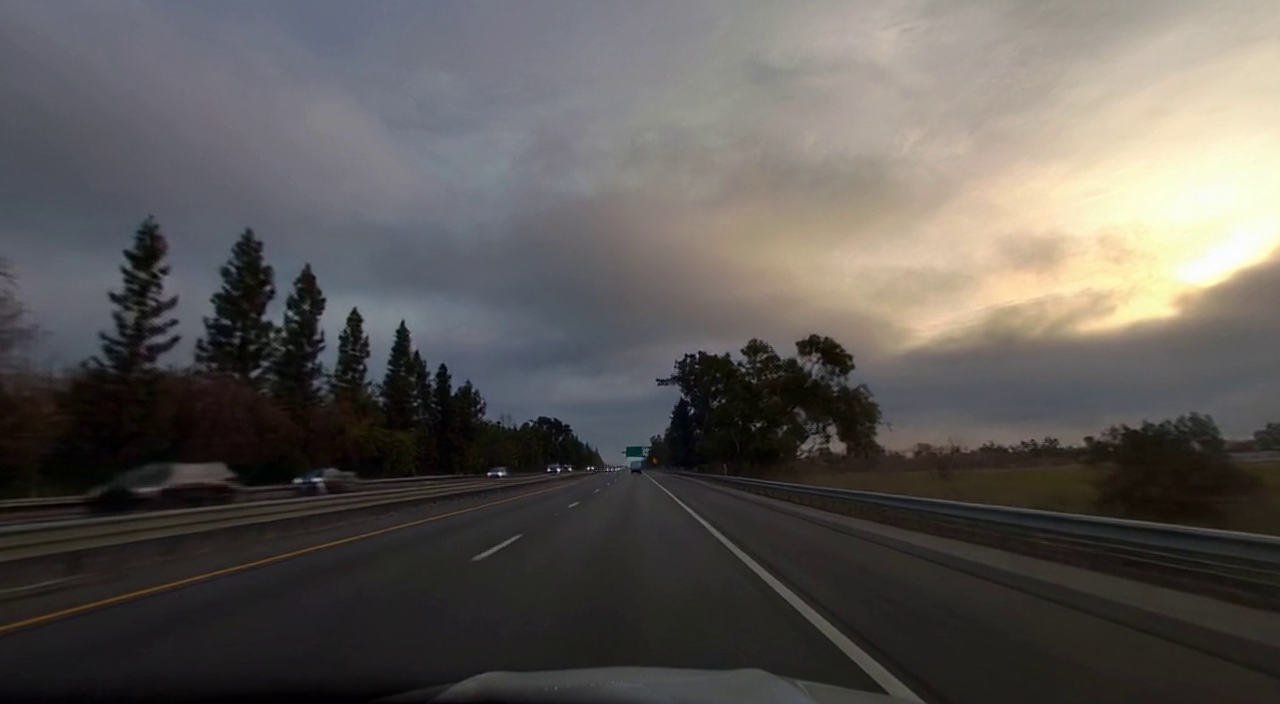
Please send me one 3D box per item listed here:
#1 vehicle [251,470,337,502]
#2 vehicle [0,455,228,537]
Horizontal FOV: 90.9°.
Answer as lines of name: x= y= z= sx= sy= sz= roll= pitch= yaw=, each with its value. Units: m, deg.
vehicle: x=-17.053 y=6.625 z=31.335 sx=1.802 sy=1.409 sz=4.411 roll=1 pitch=-11 yaw=-1
vehicle: x=-12.528 y=3.432 z=15.424 sx=1.927 sy=1.669 sz=4.199 roll=1 pitch=-11 yaw=1
